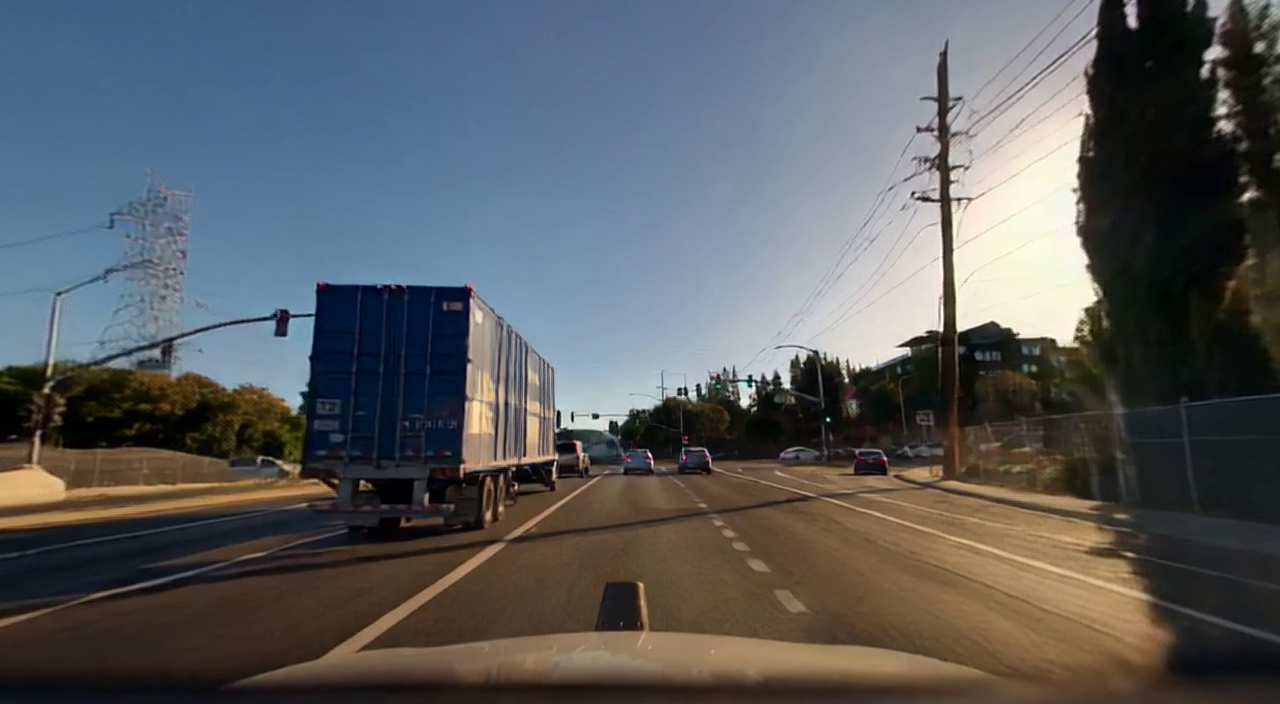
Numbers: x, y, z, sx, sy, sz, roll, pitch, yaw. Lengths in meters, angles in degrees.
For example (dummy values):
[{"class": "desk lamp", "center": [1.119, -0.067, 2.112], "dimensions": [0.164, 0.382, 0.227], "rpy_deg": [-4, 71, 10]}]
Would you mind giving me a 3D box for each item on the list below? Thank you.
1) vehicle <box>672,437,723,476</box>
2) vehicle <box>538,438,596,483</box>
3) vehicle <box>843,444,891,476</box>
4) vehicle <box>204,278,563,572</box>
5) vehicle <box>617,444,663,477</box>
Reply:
[{"class": "vehicle", "center": [2.884, 5.378, 32.636], "dimensions": [2.086, 1.849, 4.607], "rpy_deg": [0, -9, -1]}, {"class": "vehicle", "center": [-3.167, 4.783, 28.192], "dimensions": [1.994, 1.806, 4.564], "rpy_deg": [0, -9, 1]}, {"class": "vehicle", "center": [13.084, 6.147, 36.213], "dimensions": [2.102, 1.662, 4.533], "rpy_deg": [-4, -10, 25]}, {"class": "vehicle", "center": [-3.380, 1.411, 11.361], "dimensions": [2.889, 3.347, 8.285], "rpy_deg": [0, -9, 0]}, {"class": "vehicle", "center": [-0.025, 5.345, 31.215], "dimensions": [2.117, 1.499, 4.036], "rpy_deg": [0, -9, -1]}]
